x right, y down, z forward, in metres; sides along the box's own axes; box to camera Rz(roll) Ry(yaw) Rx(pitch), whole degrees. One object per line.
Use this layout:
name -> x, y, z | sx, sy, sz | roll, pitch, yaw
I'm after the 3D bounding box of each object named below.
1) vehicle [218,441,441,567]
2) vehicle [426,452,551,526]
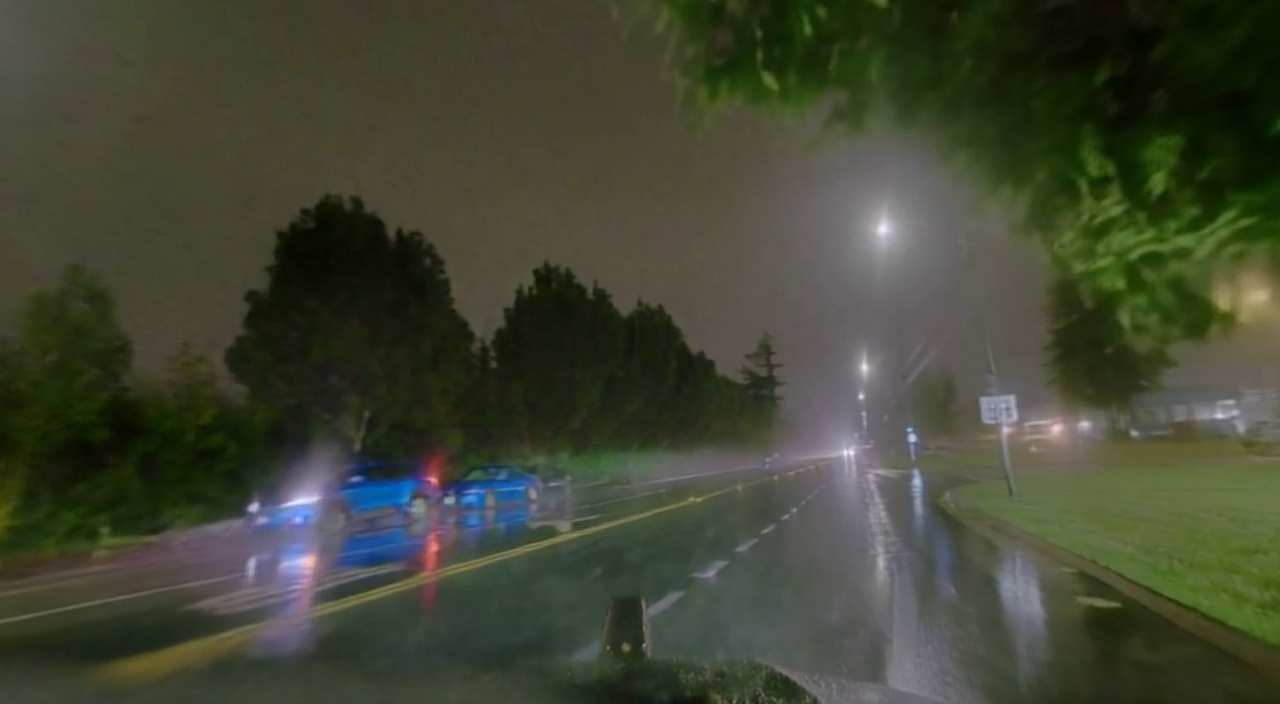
vehicle -> -7.649, 3.705, 16.304 | 2.159, 1.959, 5.179 | -7, -2, 14
vehicle -> -5.271, 4.811, 22.627 | 2.087, 1.700, 4.467 | -7, -3, 20
